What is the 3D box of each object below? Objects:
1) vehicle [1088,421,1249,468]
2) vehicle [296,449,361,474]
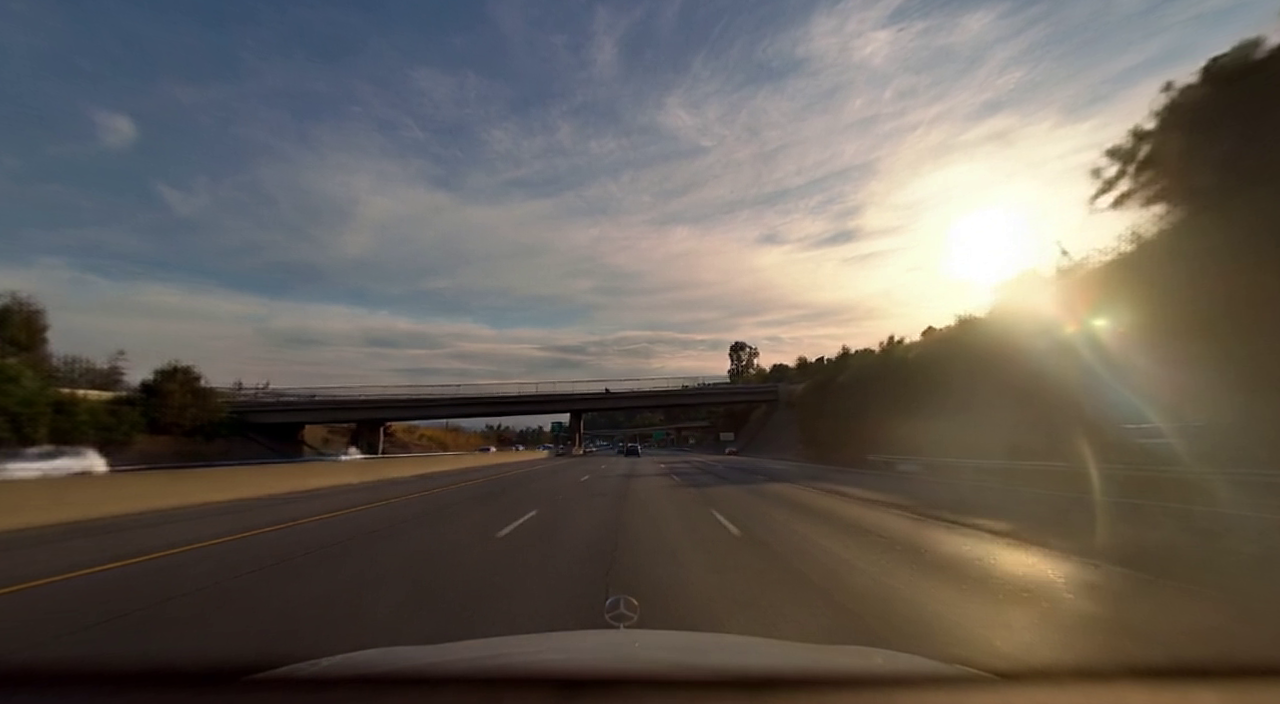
[{"bbox_3d":[18.886,3.358,22.916,1.916,1.508,4.485,0,-9,0],"label":"vehicle"},{"bbox_3d":[-19.769,6.957,40.324,2.036,1.510,4.298,0,-9,-1],"label":"vehicle"}]
